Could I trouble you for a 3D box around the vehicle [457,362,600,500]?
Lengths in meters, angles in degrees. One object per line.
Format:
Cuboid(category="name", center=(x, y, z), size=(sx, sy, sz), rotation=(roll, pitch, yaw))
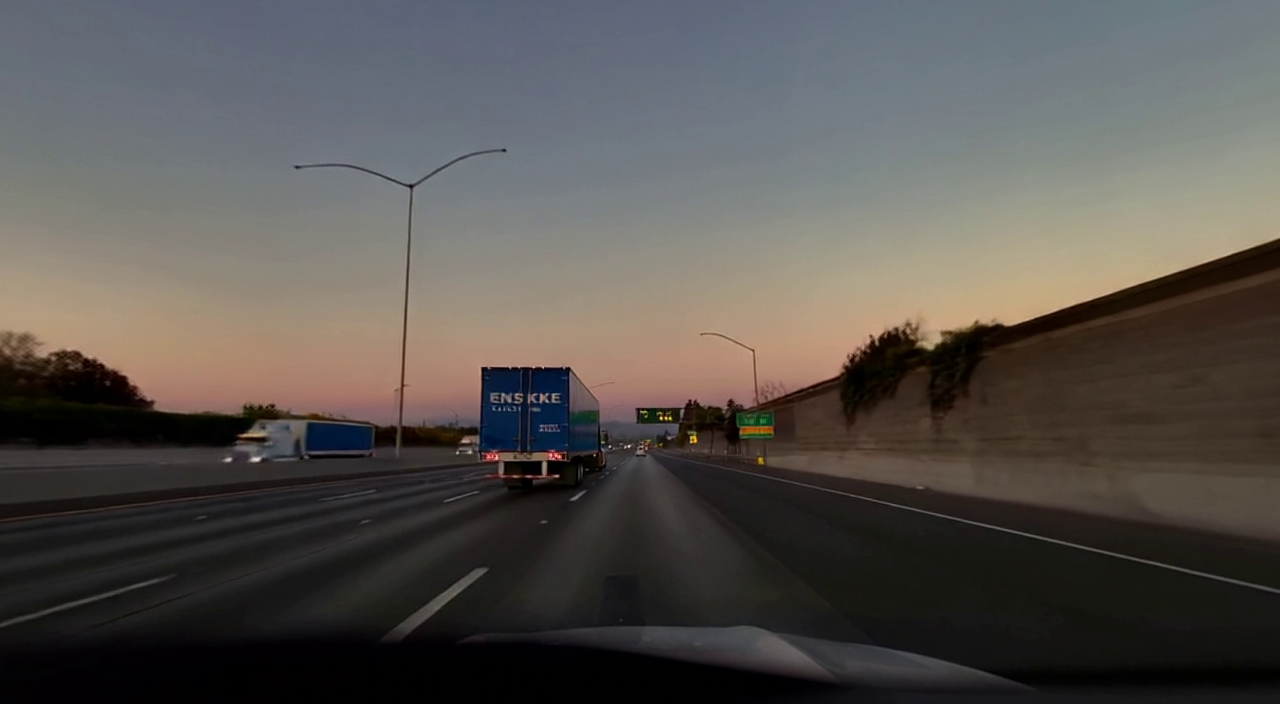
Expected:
Cuboid(category="vehicle", center=(-3.554, 3.099, 23.707), size=(3.059, 3.956, 11.036), rotation=(0, -9, 1))
